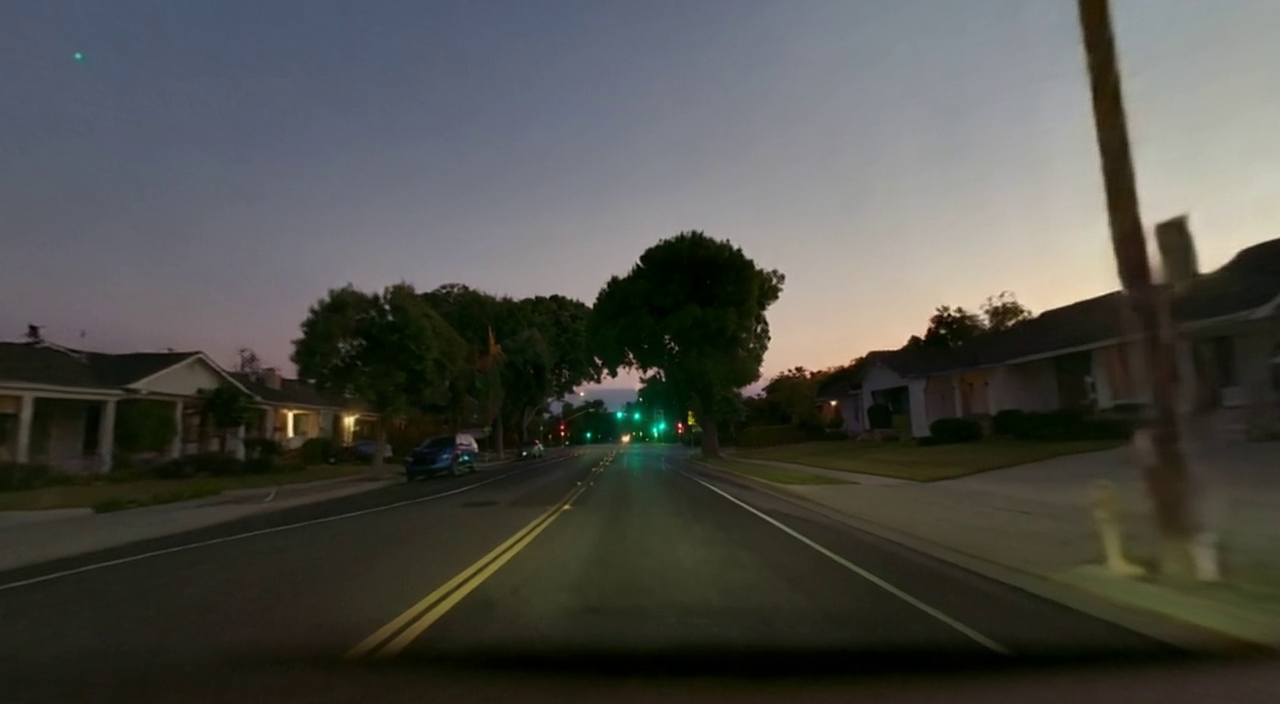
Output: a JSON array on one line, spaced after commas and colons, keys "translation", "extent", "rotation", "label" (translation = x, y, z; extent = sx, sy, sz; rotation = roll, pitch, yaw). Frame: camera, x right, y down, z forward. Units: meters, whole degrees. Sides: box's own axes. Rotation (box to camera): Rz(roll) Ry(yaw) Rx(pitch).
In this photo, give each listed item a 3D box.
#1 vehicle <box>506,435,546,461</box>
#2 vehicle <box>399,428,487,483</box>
[{"translation": [-8.304, 7.025, 46.472], "extent": [2.130, 1.692, 4.544], "rotation": [-2, -8, 0], "label": "vehicle"}, {"translation": [-7.643, 4.026, 24.918], "extent": [2.209, 1.807, 4.432], "rotation": [-3, -8, -3], "label": "vehicle"}]
